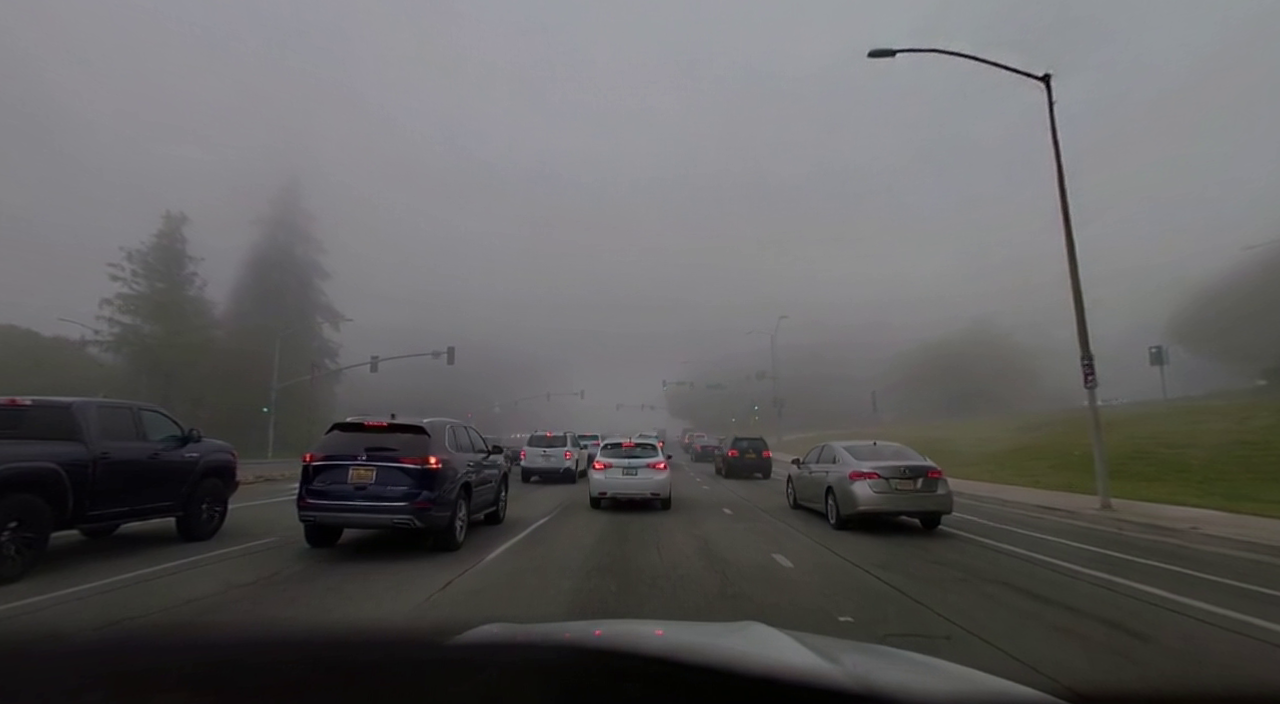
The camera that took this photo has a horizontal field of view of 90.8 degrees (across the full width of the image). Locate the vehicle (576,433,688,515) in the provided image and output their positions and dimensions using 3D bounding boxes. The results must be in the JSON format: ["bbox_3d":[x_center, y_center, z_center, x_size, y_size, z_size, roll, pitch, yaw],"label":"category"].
[{"bbox_3d":[-0.132,2.560,13.748,2.030,1.477,4.330,0,-8,0],"label":"vehicle"}]

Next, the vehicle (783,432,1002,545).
[{"bbox_3d":[3.814,2.114,10.471,1.884,1.463,4.195,0,-8,0],"label":"vehicle"}]

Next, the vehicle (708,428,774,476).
[{"bbox_3d":[4.218,4.259,27.064,2.099,1.845,4.363,0,-8,0],"label":"vehicle"}]

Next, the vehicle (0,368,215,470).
[{"bbox_3d":[-27.754,3.472,30.854,3.181,4.189,14.107,-1,-9,5],"label":"vehicle"}]

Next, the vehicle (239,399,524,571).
[{"bbox_3d":[-3.145,1.756,9.209,2.111,1.745,5.274,0,-8,-2],"label":"vehicle"}]

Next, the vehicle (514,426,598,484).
[{"bbox_3d":[-2.839,3.632,22.536,2.218,1.829,4.492,0,-8,2],"label":"vehicle"}]
